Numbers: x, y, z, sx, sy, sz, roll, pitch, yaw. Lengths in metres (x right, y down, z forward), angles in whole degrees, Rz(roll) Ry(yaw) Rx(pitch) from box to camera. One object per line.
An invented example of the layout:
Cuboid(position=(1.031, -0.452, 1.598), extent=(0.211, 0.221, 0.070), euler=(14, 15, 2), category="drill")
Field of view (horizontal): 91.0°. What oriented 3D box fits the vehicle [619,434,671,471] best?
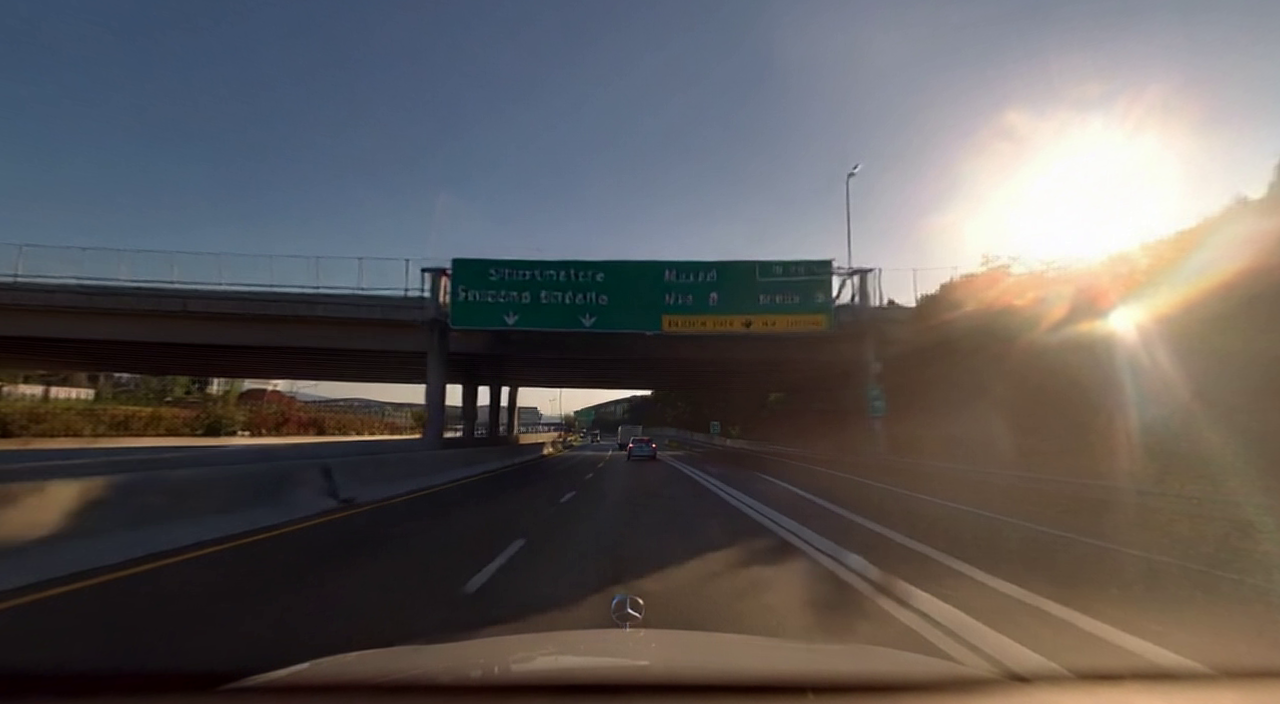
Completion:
Cuboid(position=(0.215, 4.446, 28.019), extent=(2.130, 1.512, 4.057), euler=(0, -8, 0), category="vehicle")
